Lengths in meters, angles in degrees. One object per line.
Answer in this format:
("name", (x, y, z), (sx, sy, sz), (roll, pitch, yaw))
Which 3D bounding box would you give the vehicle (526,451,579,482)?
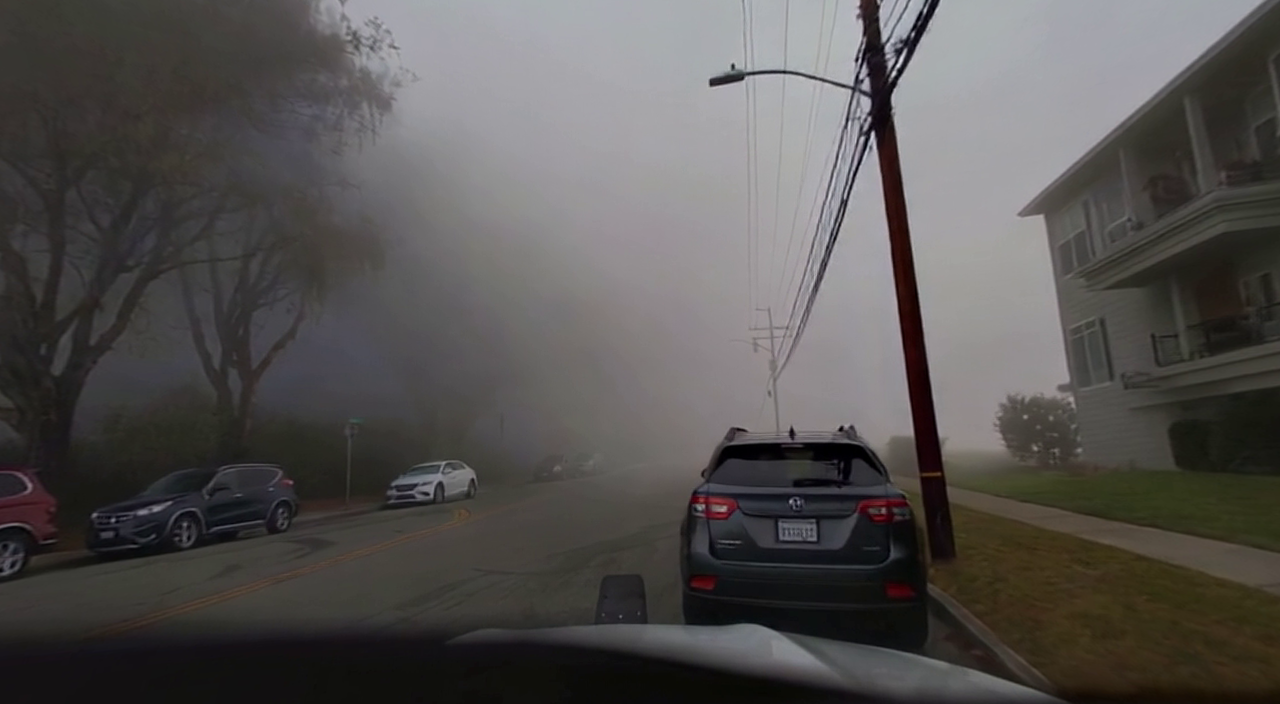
("vehicle", (-5.452, 7.179, 40.009), (2.011, 1.801, 4.676), (-1, -9, 9))

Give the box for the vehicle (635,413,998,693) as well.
("vehicle", (1.364, 1.481, 6.041), (2.030, 1.535, 4.683), (-1, -9, 10))

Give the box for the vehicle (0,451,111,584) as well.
("vehicle", (-10.186, 2.338, 8.193), (1.973, 1.848, 5.100), (-9, -11, 6))

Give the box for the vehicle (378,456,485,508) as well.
("vehicle", (-8.058, 5.051, 24.928), (2.017, 1.582, 4.664), (-8, -11, 9))

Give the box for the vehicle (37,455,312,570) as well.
("vehicle", (-9.385, 3.204, 13.378), (2.068, 1.745, 4.579), (-8, -10, 6))
